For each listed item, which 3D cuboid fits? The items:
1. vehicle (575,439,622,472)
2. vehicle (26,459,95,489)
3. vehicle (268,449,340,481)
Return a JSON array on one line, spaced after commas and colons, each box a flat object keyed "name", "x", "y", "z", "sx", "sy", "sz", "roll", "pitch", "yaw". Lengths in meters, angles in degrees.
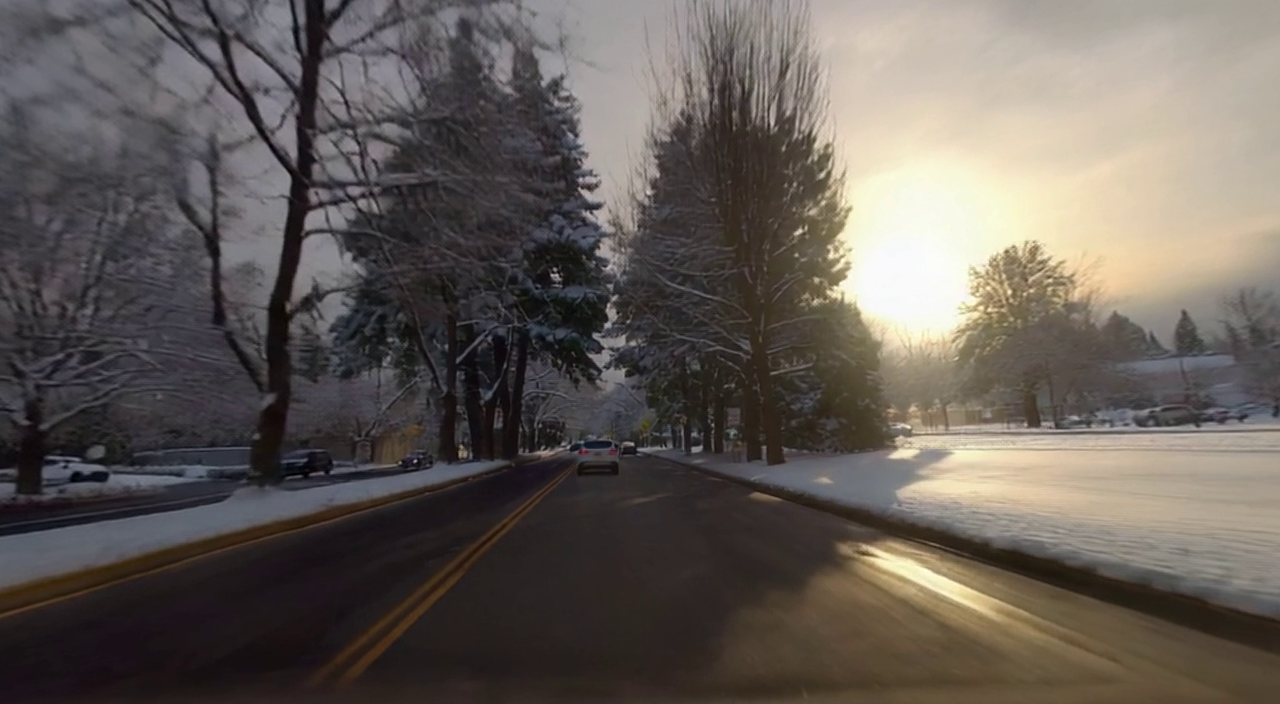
[{"name": "vehicle", "x": -2.043, "y": 5.110, "z": 31.519, "sx": 2.142, "sy": 1.501, "sz": 4.273, "roll": 0, "pitch": -8, "yaw": -3}, {"name": "vehicle", "x": -34.051, "y": 7.117, "z": 37.249, "sx": 1.809, "sy": 1.551, "sz": 4.352, "roll": 4, "pitch": -9, "yaw": -27}, {"name": "vehicle", "x": -21.125, "y": 7.078, "z": 39.988, "sx": 2.109, "sy": 1.858, "sz": 5.253, "roll": 1, "pitch": -8, "yaw": -6}]
